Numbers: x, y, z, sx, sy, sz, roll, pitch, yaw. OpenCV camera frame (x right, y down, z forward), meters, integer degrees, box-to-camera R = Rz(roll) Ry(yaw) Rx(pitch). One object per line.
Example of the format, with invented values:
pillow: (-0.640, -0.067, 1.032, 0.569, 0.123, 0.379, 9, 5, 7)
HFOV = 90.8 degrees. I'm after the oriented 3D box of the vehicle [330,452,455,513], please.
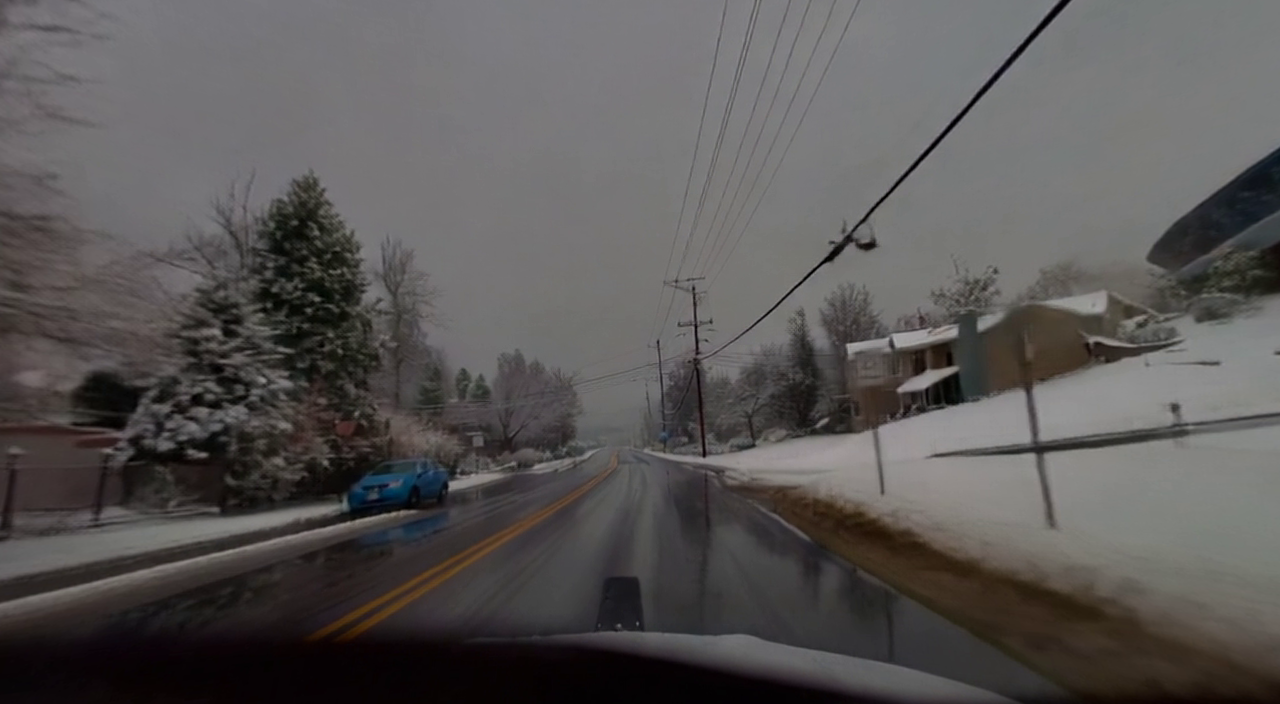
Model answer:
vehicle: (-7.830, 4.146, 20.552, 2.114, 1.693, 4.468, 0, -9, 2)
